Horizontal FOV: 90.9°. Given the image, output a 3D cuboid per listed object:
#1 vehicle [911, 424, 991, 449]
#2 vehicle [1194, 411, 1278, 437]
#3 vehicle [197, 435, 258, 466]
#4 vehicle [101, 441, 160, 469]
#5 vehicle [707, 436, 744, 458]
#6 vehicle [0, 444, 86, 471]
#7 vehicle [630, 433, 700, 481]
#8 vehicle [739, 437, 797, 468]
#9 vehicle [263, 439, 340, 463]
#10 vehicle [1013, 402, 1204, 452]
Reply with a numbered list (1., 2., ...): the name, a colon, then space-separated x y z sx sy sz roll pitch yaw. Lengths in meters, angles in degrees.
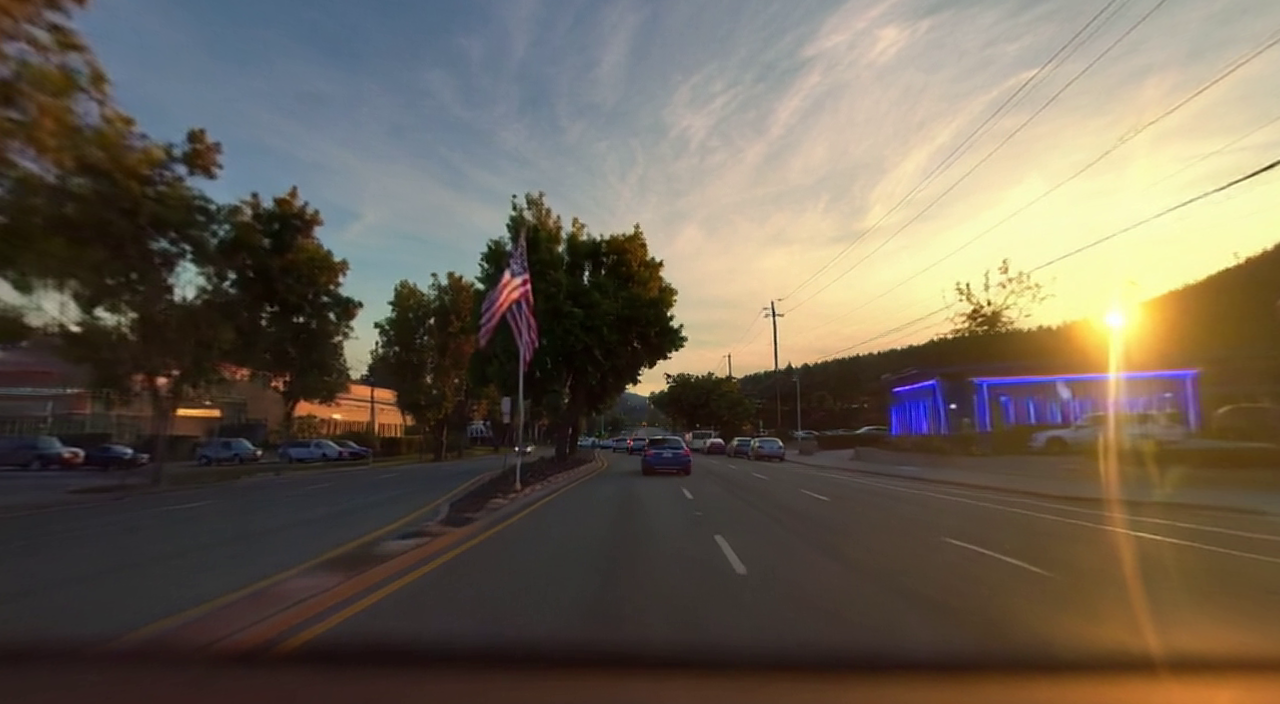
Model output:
1. vehicle: 19.732 5.395 40.096 4.059 1.563 1.995 1 -8 -2
2. vehicle: 35.485 4.372 37.687 1.847 1.424 4.455 -3 -9 19
3. vehicle: -28.767 6.808 43.865 5.346 1.985 2.207 -8 -11 42
4. vehicle: -32.366 6.473 39.985 5.148 1.674 2.163 -8 -11 44
5. vehicle: 6.695 7.498 49.735 2.105 1.646 4.612 0 -8 -2
6. vehicle: -37.310 6.494 39.131 1.734 1.425 4.447 0 -7 1
7. vehicle: 0.734 3.615 22.024 2.091 1.472 4.697 0 -8 -2
8. vehicle: 6.687 5.303 33.405 2.016 1.479 4.532 0 -8 -1
9. vehicle: -26.734 7.837 49.858 4.853 1.788 2.059 0 -7 1
10. vehicle: 19.443 3.181 26.401 6.173 1.962 2.208 0 -9 0
